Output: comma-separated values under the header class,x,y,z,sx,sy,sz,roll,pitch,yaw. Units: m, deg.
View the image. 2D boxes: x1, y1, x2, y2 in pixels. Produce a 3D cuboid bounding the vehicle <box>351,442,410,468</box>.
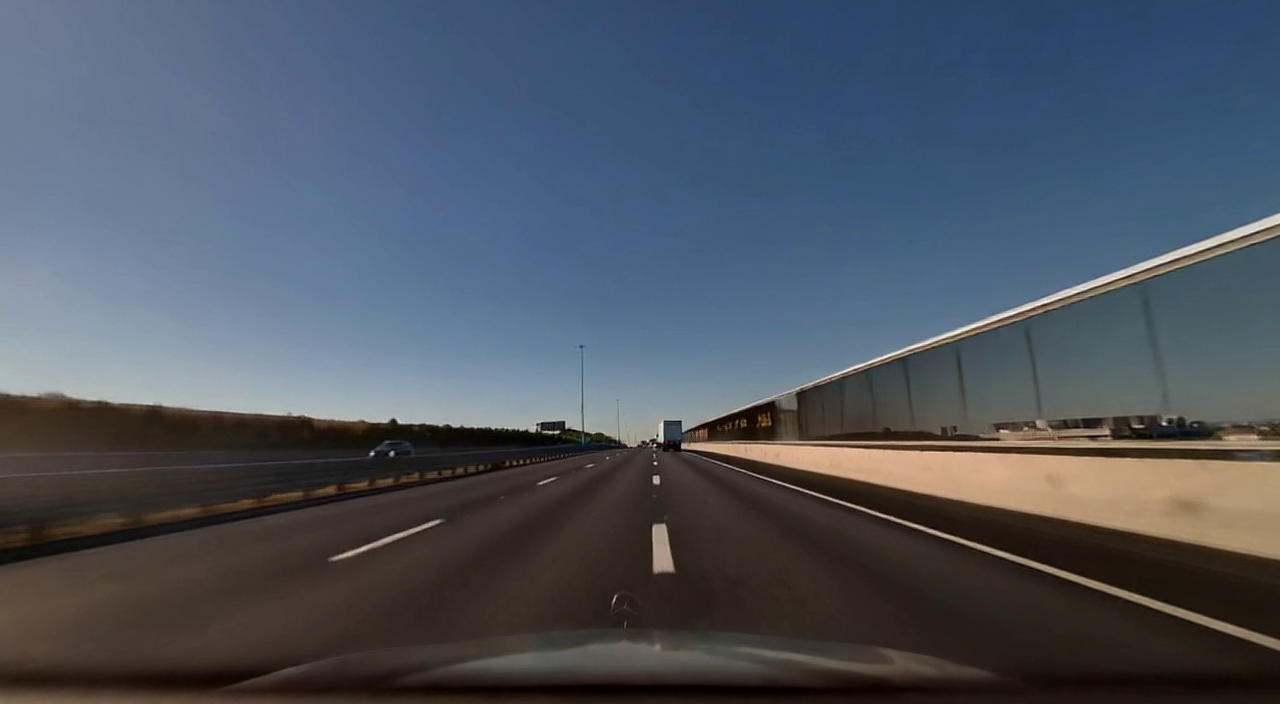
class,x,y,z,sx,sy,sz,roll,pitch,yaw
vehicle,-20.002,7.961,48.761,2.108,1.860,5.247,0,-8,2
